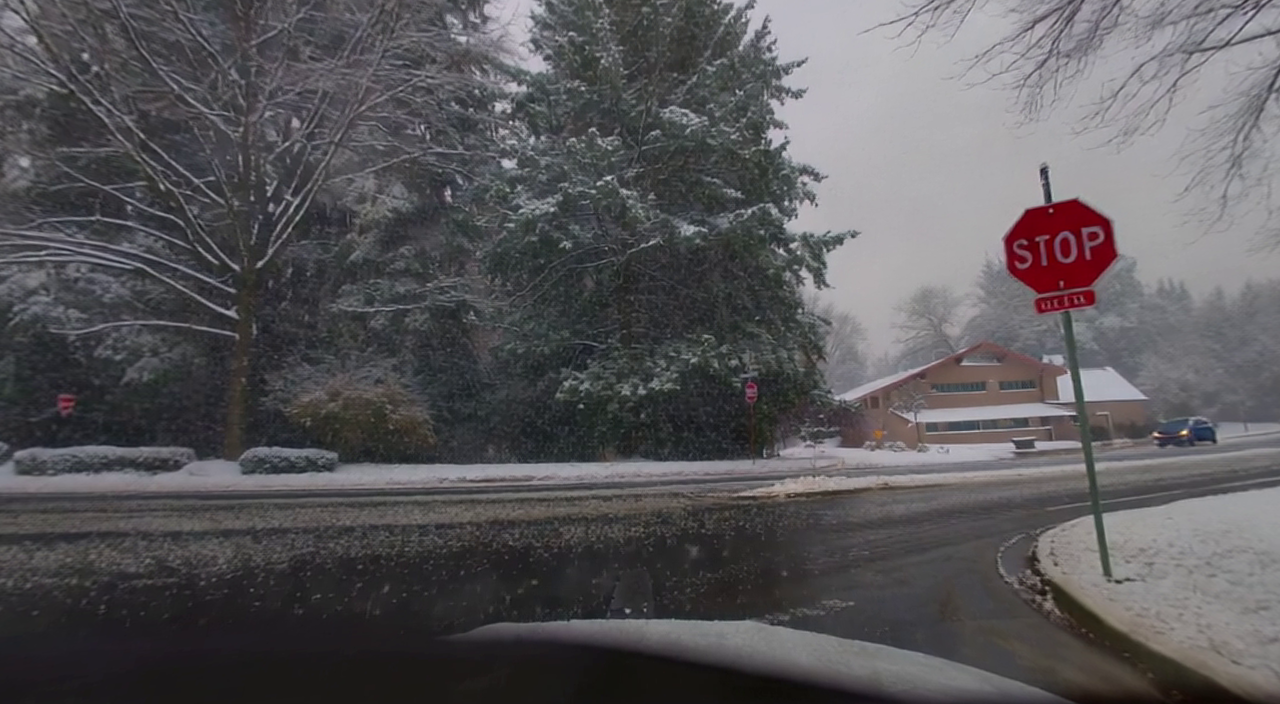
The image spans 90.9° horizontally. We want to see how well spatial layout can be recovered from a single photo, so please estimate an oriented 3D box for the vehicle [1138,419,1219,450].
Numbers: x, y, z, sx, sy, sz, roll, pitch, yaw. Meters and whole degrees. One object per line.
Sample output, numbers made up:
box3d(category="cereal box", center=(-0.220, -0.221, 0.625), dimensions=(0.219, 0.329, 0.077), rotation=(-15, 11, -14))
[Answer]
box3d(category="vehicle", center=(27.743, 4.291, 32.411), dimensions=(4.473, 1.474, 2.108), rotation=(6, -10, -37))
